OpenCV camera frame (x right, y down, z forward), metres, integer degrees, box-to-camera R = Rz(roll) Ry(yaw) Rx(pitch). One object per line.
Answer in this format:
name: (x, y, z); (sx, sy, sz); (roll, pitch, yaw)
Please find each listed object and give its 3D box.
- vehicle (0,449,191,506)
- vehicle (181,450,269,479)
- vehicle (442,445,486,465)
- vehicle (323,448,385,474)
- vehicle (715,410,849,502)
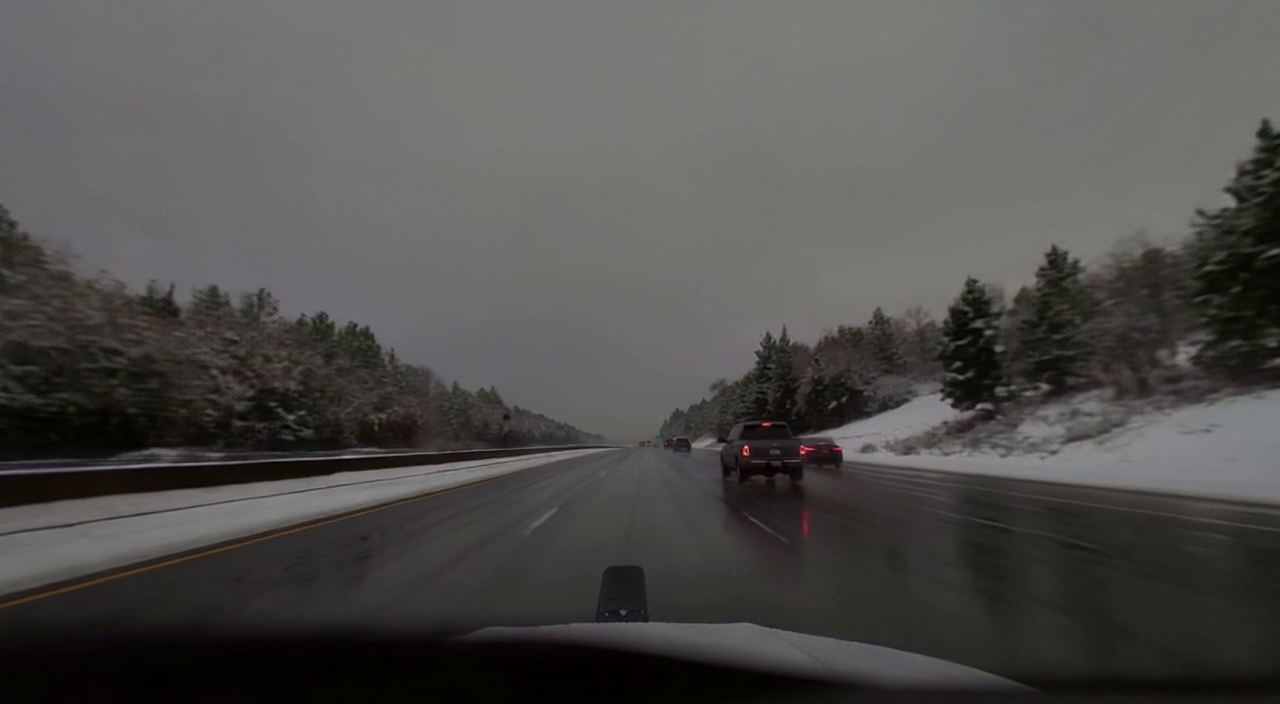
vehicle: (-16.394, 3.751, 19.378); (1.865, 1.466, 4.452); (-1, -8, 1)
vehicle: (-24.886, 6.738, 38.048); (1.935, 1.520, 4.897); (-1, -8, 1)
vehicle: (-13.576, 7.945, 48.876); (1.930, 1.493, 4.830); (-1, -8, 1)
vehicle: (-17.632, 6.698, 39.093); (1.869, 1.457, 4.240); (-1, -8, 0)
vehicle: (3.447, 2.700, 16.731); (2.218, 1.964, 5.662); (-1, -8, 0)
